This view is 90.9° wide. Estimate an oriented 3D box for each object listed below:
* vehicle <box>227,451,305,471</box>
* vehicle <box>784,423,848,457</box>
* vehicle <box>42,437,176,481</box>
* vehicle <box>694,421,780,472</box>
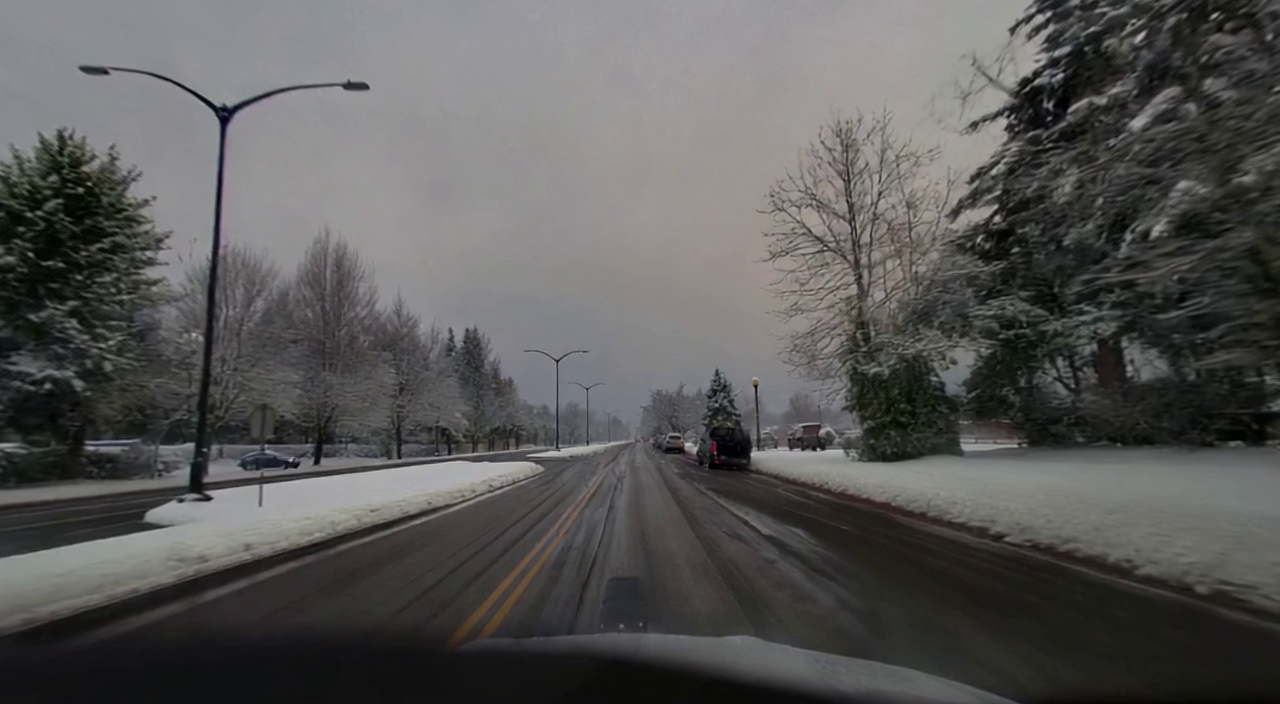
[{"bbox_3d":[-29.051,8.486,49.063,4.719,1.433,1.995,1,-8,-5],"label":"vehicle"},{"bbox_3d":[11.146,5.616,40.429,2.197,1.923,5.799,2,-8,-3],"label":"vehicle"},{"bbox_3d":[-35.289,7.091,42.092,6.147,2.763,2.919,0,-8,-2],"label":"vehicle"},{"bbox_3d":[3.888,3.960,26.575,2.493,1.896,5.433,0,-8,-3],"label":"vehicle"}]
